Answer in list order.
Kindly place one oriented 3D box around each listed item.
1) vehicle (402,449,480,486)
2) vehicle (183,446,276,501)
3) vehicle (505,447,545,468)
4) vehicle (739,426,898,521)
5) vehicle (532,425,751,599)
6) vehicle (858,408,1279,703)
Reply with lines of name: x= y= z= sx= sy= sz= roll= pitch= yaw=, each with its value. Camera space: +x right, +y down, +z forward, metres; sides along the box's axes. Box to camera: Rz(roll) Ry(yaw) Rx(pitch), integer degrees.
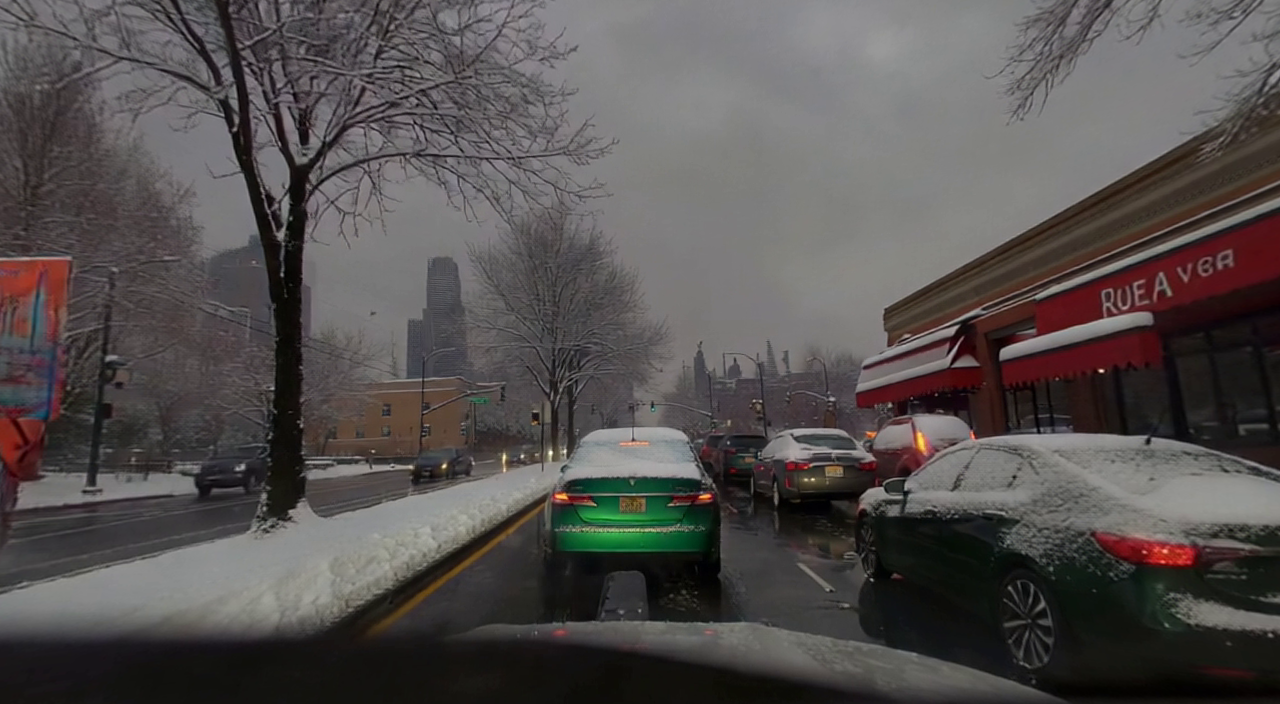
vehicle: x=-8.221 y=4.778 z=26.505 sx=1.850 sy=1.417 sz=4.321 roll=0 pitch=-9 yaw=0
vehicle: x=-14.934 y=4.368 z=23.246 sx=2.072 sy=1.773 sz=4.329 roll=3 pitch=-9 yaw=-23
vehicle: x=-8.505 y=7.790 z=46.978 sx=2.169 sy=1.477 sz=4.168 roll=0 pitch=-9 yaw=0
vehicle: x=3.517 y=2.490 z=13.415 sx=2.025 sy=1.660 sz=4.263 roll=0 pitch=-9 yaw=-1
vehicle: x=-0.003 y=1.659 z=7.312 sx=1.887 sy=1.487 sz=3.535 roll=0 pitch=-9 yaw=0
vehicle: x=3.299 y=1.261 z=4.482 sx=1.988 sy=1.480 sz=4.195 roll=0 pitch=-9 yaw=0
